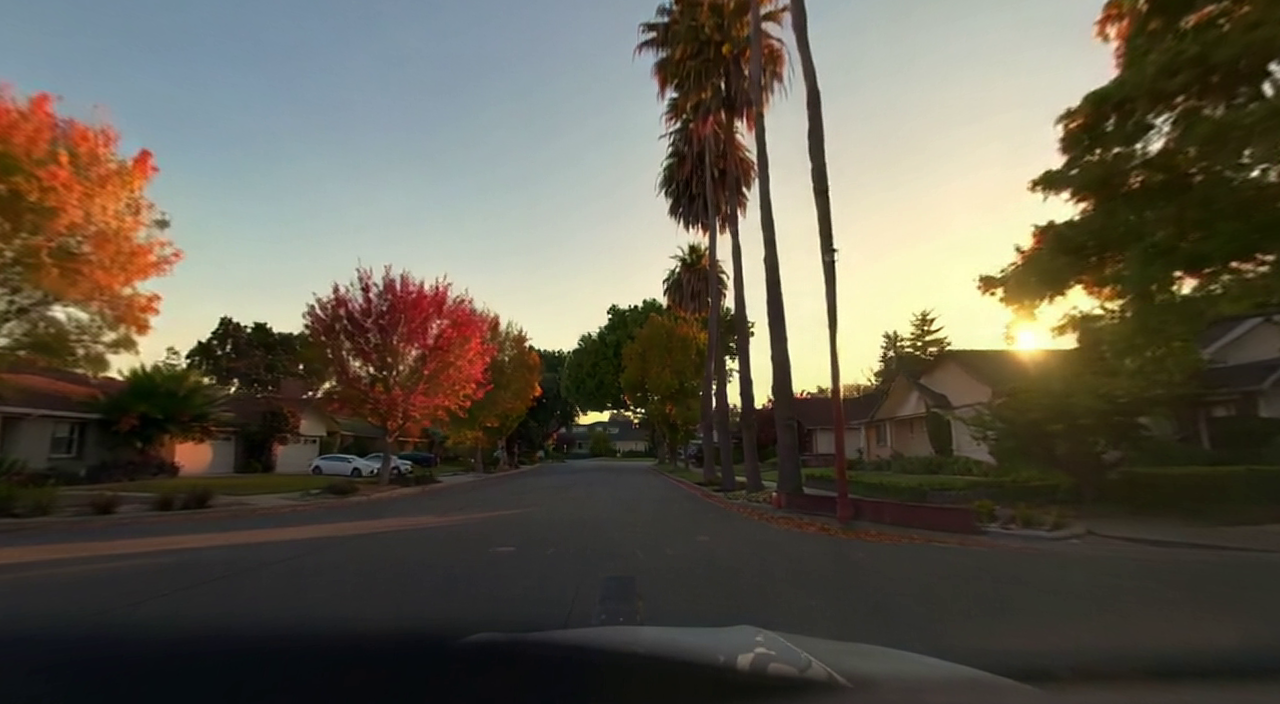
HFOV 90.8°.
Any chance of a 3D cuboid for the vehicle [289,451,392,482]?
[{"bbox_3d":[-15.757,6.036,33.431,4.358,1.516,2.077,1,-9,-4],"label":"vehicle"}]
